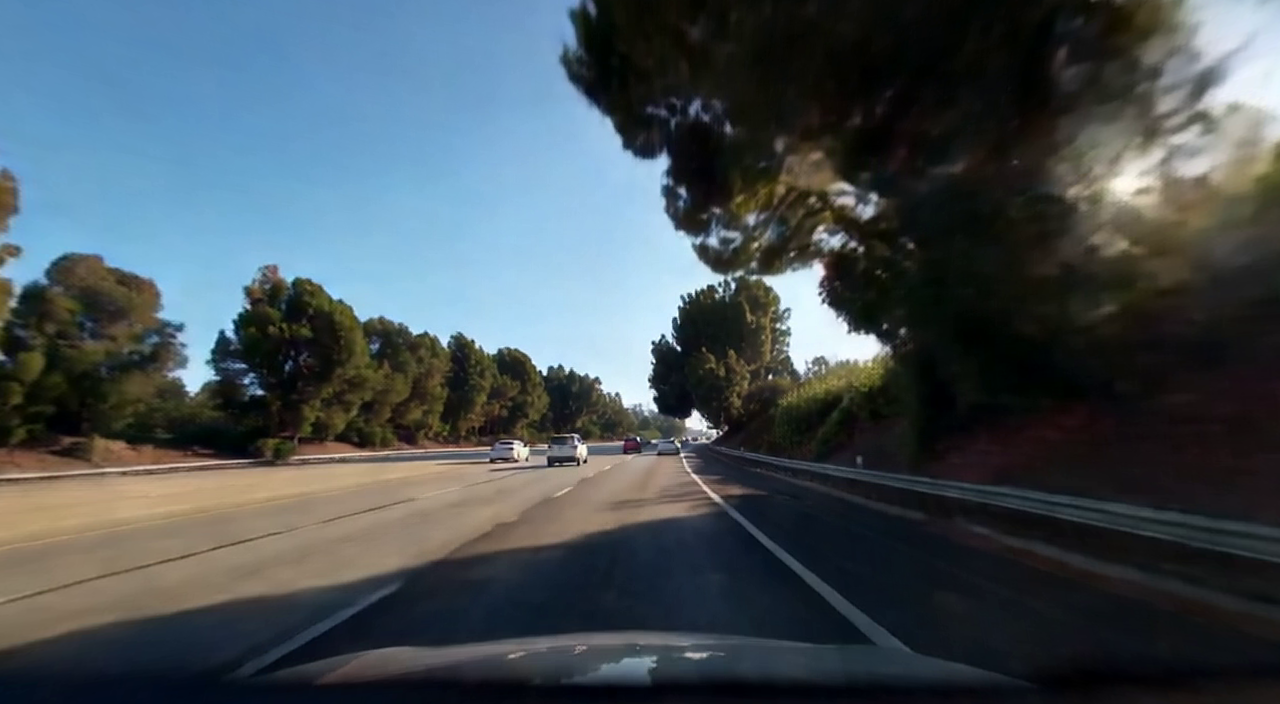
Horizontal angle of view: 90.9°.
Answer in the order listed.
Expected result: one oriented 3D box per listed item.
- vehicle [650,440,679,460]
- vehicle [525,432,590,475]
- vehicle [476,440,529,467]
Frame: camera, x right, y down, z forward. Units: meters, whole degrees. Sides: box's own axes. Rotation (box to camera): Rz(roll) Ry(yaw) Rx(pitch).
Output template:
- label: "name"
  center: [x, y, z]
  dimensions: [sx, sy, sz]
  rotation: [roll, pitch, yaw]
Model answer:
- label: "vehicle"
  center: [1.929, 7.610, 49.224]
  dimensions: [2.113, 1.464, 4.073]
  rotation: [-1, -8, 4]
- label: "vehicle"
  center: [-3.519, 4.442, 27.841]
  dimensions: [2.071, 1.716, 4.363]
  rotation: [0, -8, 3]
- label: "vehicle"
  center: [-7.642, 5.687, 35.455]
  dimensions: [1.883, 1.411, 4.053]
  rotation: [0, -8, 3]
